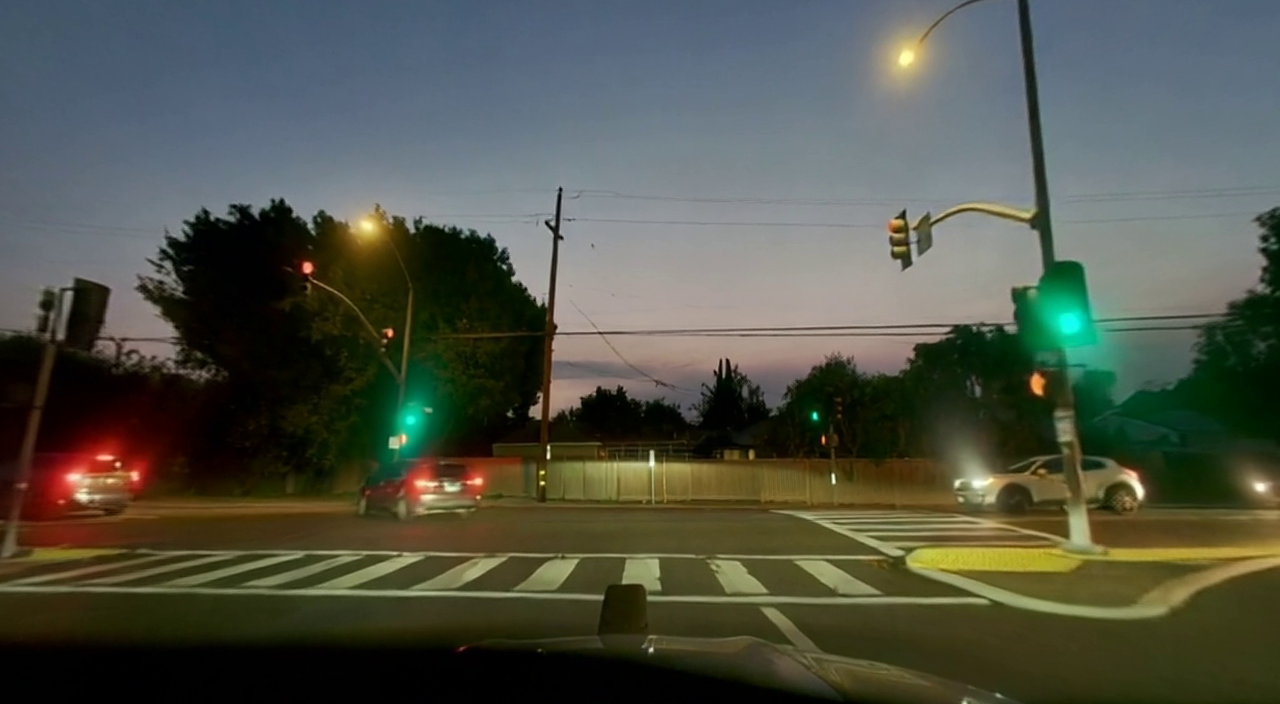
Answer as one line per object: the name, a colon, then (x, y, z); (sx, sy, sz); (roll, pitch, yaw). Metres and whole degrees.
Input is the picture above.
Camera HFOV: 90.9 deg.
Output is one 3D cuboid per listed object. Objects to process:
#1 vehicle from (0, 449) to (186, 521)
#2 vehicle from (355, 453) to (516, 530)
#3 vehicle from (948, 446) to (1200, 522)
vehicle: (-14.414, 3.280, 15.959); (4.485, 1.625, 1.980); (-1, -8, 8)
vehicle: (-5.097, 3.248, 15.369); (2.078, 1.506, 4.512); (7, -11, -40)
vehicle: (10.525, 3.210, 15.676); (4.600, 1.722, 2.074); (-1, -8, 6)
